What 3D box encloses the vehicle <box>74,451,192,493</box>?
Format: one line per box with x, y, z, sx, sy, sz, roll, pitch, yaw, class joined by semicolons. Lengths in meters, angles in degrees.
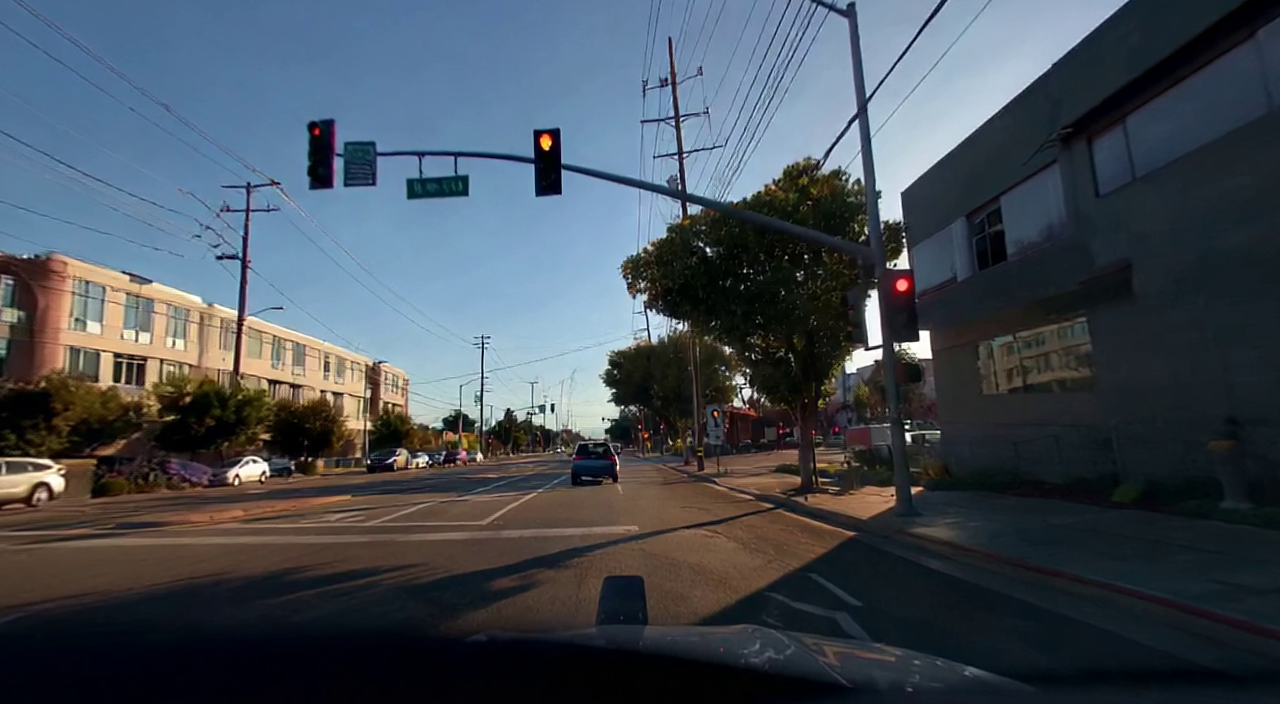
-25.635;6.064;32.037;4.508;1.776;1.932;-3;-8;4;vehicle

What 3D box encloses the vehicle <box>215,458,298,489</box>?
-20.148;6.393;33.431;1.786;1.439;4.312;0;-9;-2;vehicle

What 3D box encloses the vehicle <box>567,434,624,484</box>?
-1.681;4.140;24.588;2.022;1.757;4.041;0;-9;-3;vehicle
